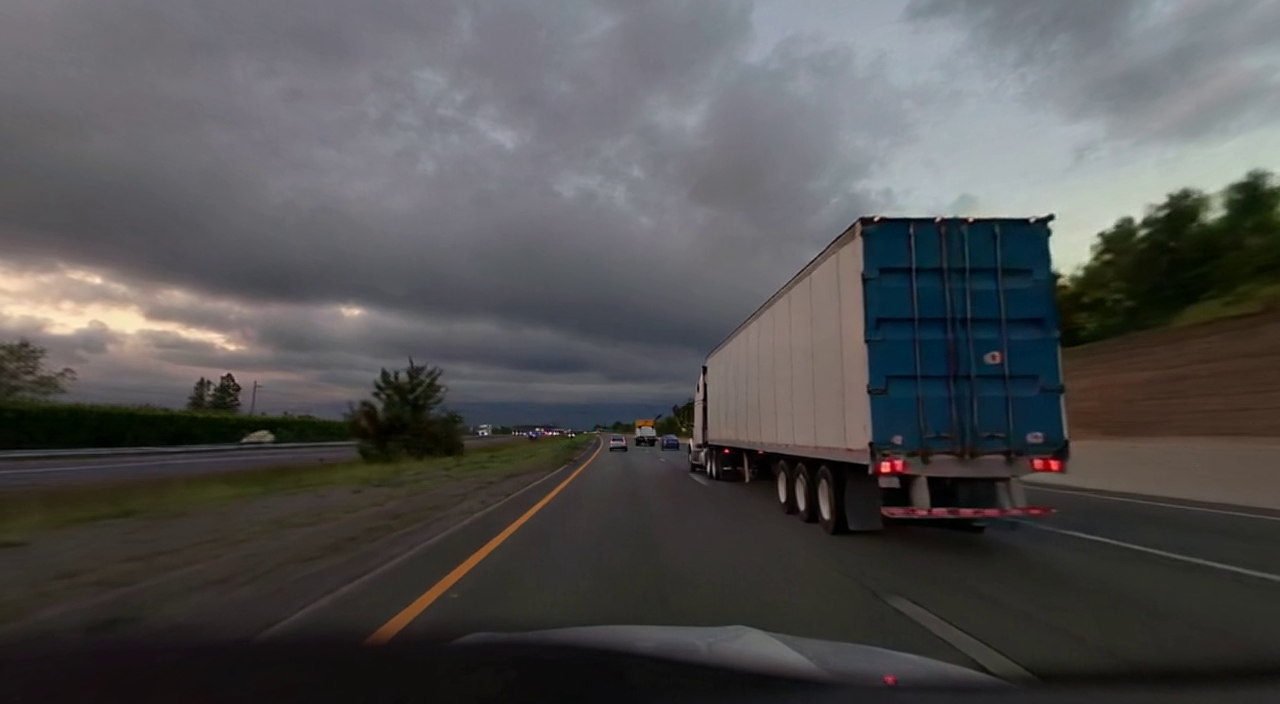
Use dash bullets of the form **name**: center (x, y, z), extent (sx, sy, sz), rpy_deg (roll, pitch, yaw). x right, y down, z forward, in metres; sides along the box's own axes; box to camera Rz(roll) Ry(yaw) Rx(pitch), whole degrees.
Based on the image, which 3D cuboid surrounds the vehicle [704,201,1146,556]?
- **vehicle**: center (3.886, 1.156, 14.271), extent (2.965, 4.033, 14.299), rpy_deg (0, -7, -2)

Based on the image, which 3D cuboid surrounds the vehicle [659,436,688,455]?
- **vehicle**: center (2.607, 7.311, 49.508), extent (1.813, 1.454, 4.197), rpy_deg (0, -7, -3)
